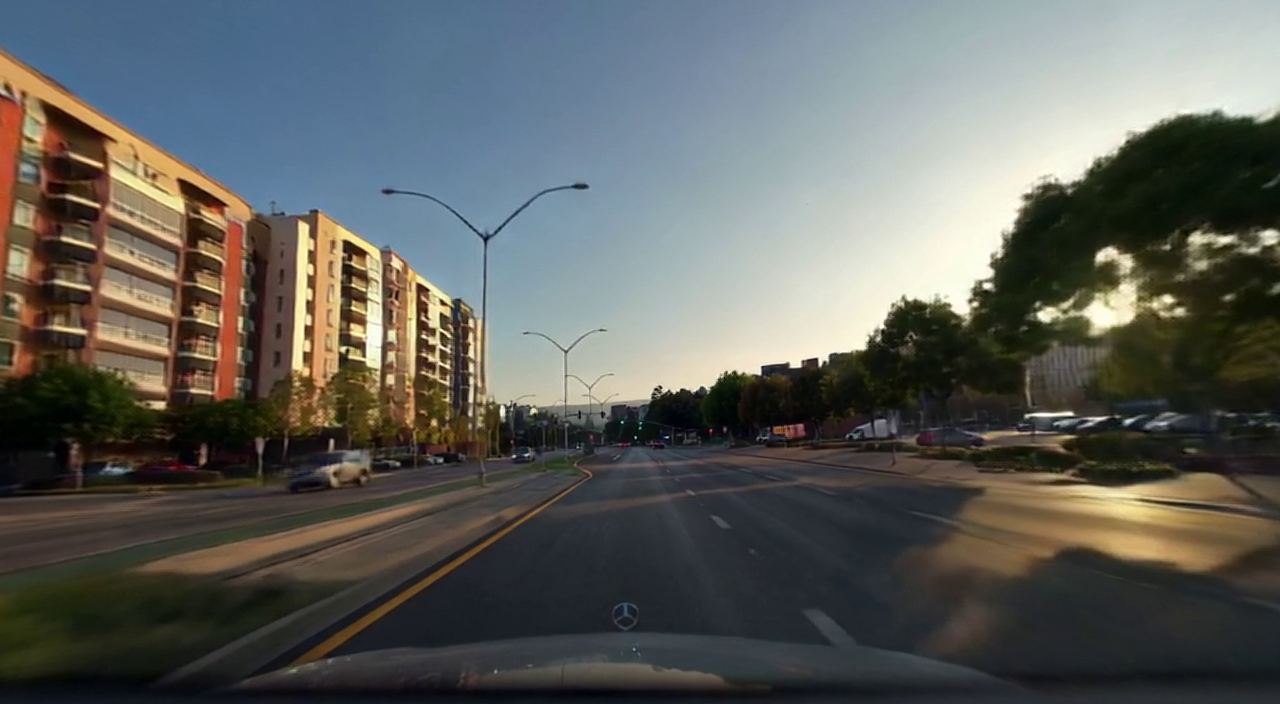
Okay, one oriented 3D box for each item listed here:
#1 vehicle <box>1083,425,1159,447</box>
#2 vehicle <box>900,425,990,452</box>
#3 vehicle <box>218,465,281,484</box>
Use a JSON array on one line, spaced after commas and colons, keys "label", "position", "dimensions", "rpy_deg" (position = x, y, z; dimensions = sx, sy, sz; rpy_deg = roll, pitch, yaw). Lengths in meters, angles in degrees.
[{"label": "vehicle", "position": [33.251, 5.861, 43.788], "dimensions": [1.818, 1.427, 4.239], "rpy_deg": [0, -9, -2]}, {"label": "vehicle", "position": [19.758, 5.650, 41.121], "dimensions": [4.745, 1.675, 2.096], "rpy_deg": [0, -9, 0]}, {"label": "vehicle", "position": [-30.746, 9.670, 49.796], "dimensions": [3.705, 1.403, 1.762], "rpy_deg": [0, -9, 2]}]
